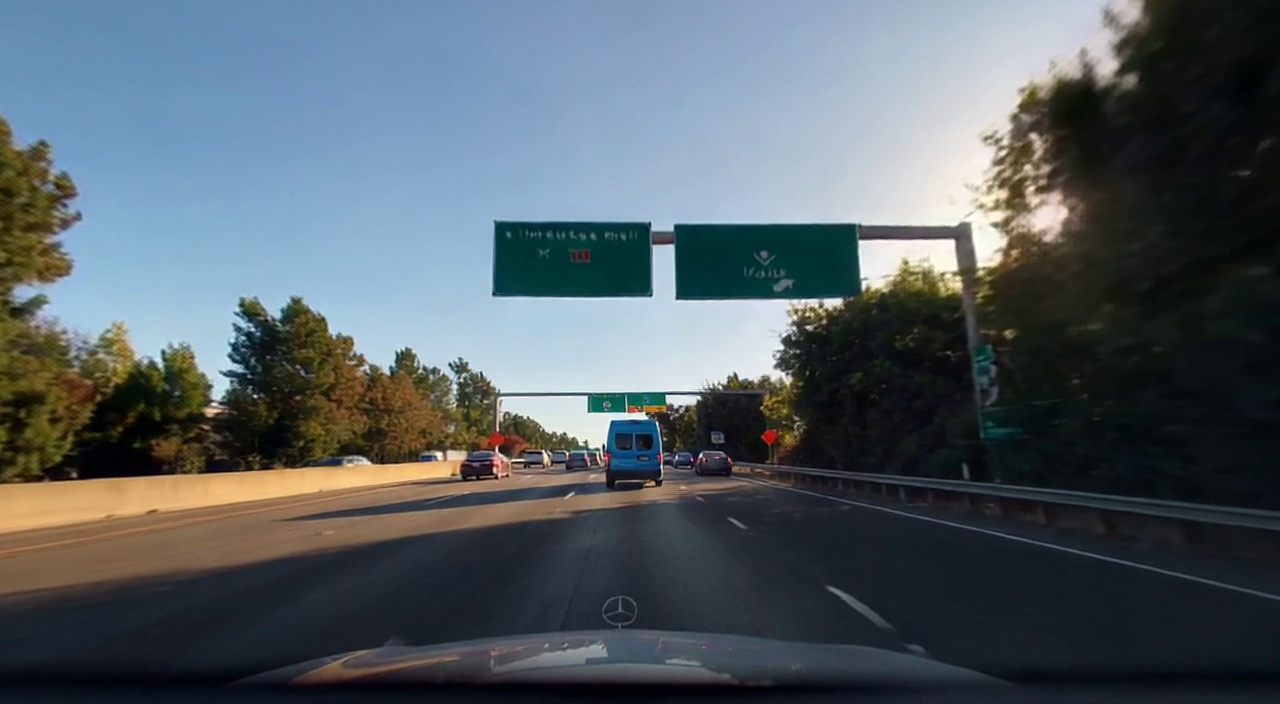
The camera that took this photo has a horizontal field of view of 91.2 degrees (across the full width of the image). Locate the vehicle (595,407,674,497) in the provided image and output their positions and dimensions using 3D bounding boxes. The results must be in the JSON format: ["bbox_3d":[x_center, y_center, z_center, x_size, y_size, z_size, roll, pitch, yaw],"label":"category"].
[{"bbox_3d":[-0.245,3.303,20.788,2.268,2.551,5.144,0,-9,-2],"label":"vehicle"}]

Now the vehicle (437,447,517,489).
[{"bbox_3d":[-6.492,4.669,25.519,2.003,1.498,4.386,-1,-9,1],"label":"vehicle"}]

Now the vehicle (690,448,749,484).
[{"bbox_3d":[3.506,5.130,28.502,2.015,1.491,4.732,0,-9,-1],"label":"vehicle"}]

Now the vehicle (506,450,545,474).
[{"bbox_3d":[-7.651,7.388,42.237,2.026,1.506,4.102,0,-9,-2],"label":"vehicle"}]
